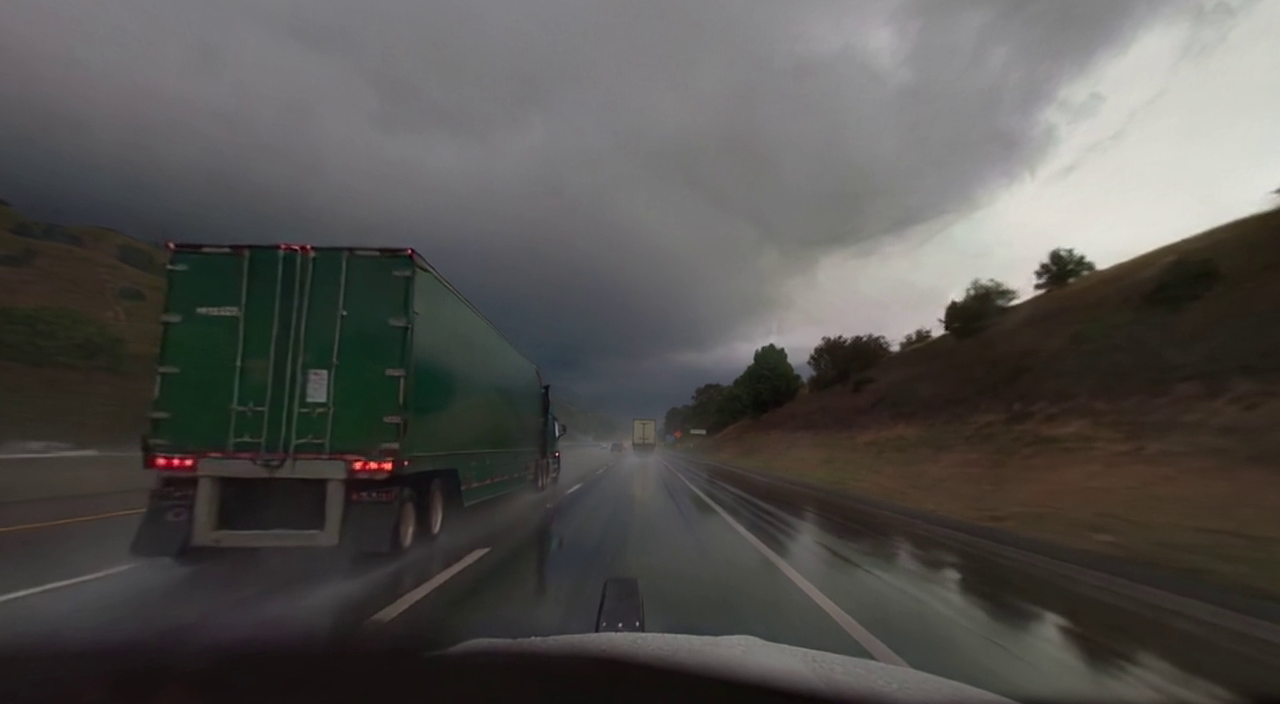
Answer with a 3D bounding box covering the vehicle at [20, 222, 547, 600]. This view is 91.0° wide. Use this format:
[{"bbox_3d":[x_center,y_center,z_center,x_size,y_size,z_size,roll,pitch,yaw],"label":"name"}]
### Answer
[{"bbox_3d":[-3.804,1.266,10.875,2.789,3.271,10.894,1,-9,0],"label":"vehicle"}]
